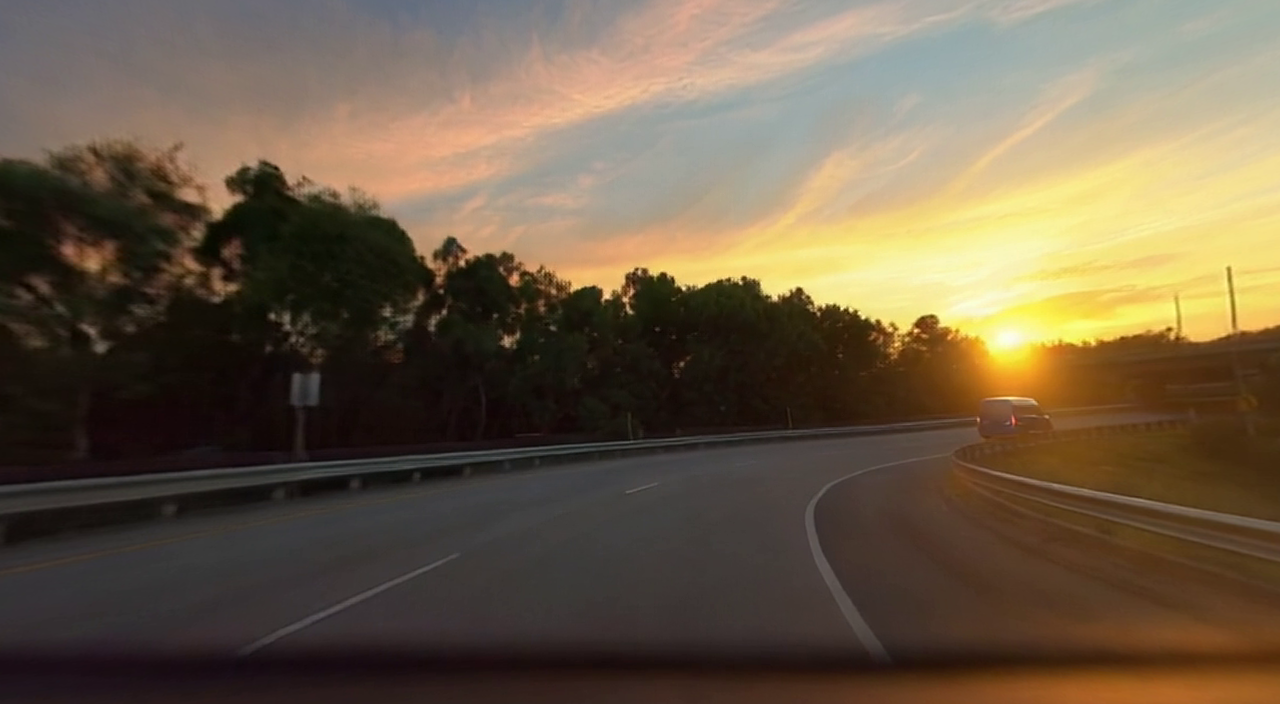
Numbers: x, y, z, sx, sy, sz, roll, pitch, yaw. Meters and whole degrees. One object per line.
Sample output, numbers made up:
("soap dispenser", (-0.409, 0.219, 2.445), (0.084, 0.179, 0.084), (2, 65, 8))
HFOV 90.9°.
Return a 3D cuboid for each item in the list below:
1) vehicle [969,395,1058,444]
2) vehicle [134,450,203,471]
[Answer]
("vehicle", (21.394, 3.911, 36.007), (5.330, 2.577, 2.352), (6, -9, -36))
("vehicle", (-35.570, 8.163, 47.625), (3.756, 1.464, 1.852), (3, -8, -20))
